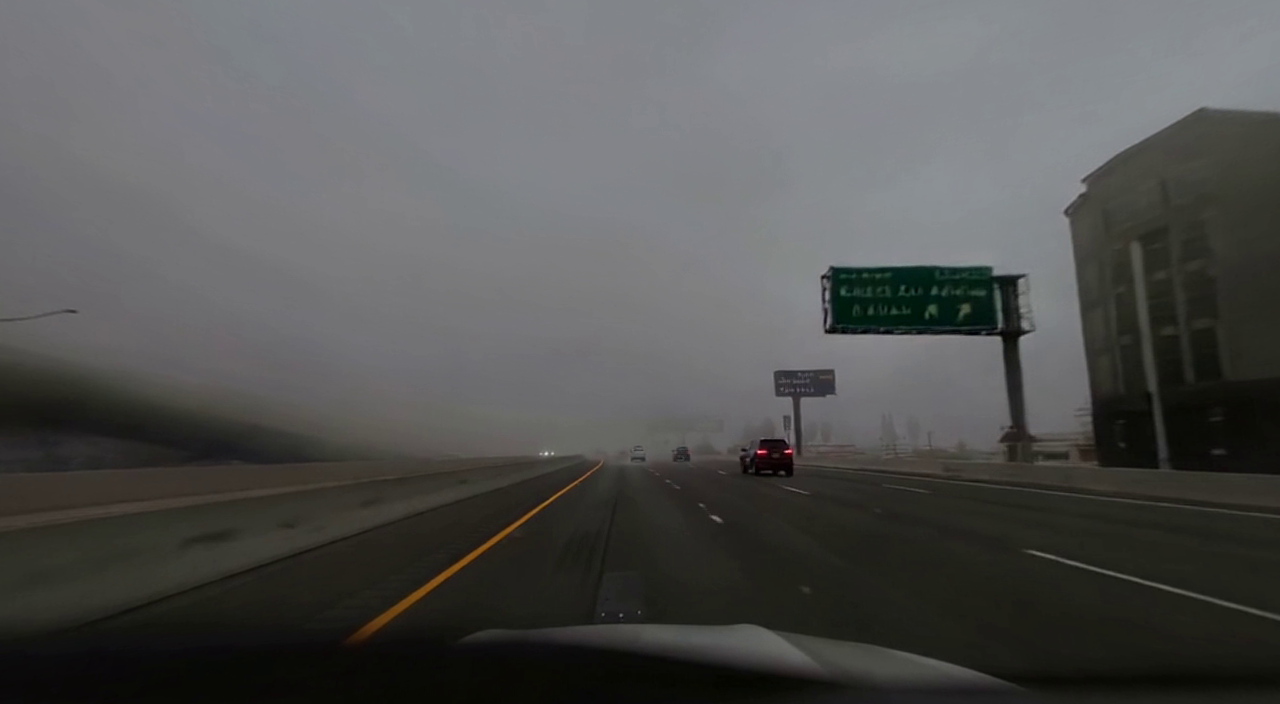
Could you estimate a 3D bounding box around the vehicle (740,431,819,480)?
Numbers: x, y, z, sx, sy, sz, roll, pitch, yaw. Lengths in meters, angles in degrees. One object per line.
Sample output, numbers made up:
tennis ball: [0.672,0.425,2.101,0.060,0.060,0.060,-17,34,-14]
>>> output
vehicle: [5.983,4.506,27.820,2.181,1.952,4.973,0,-8,-2]
